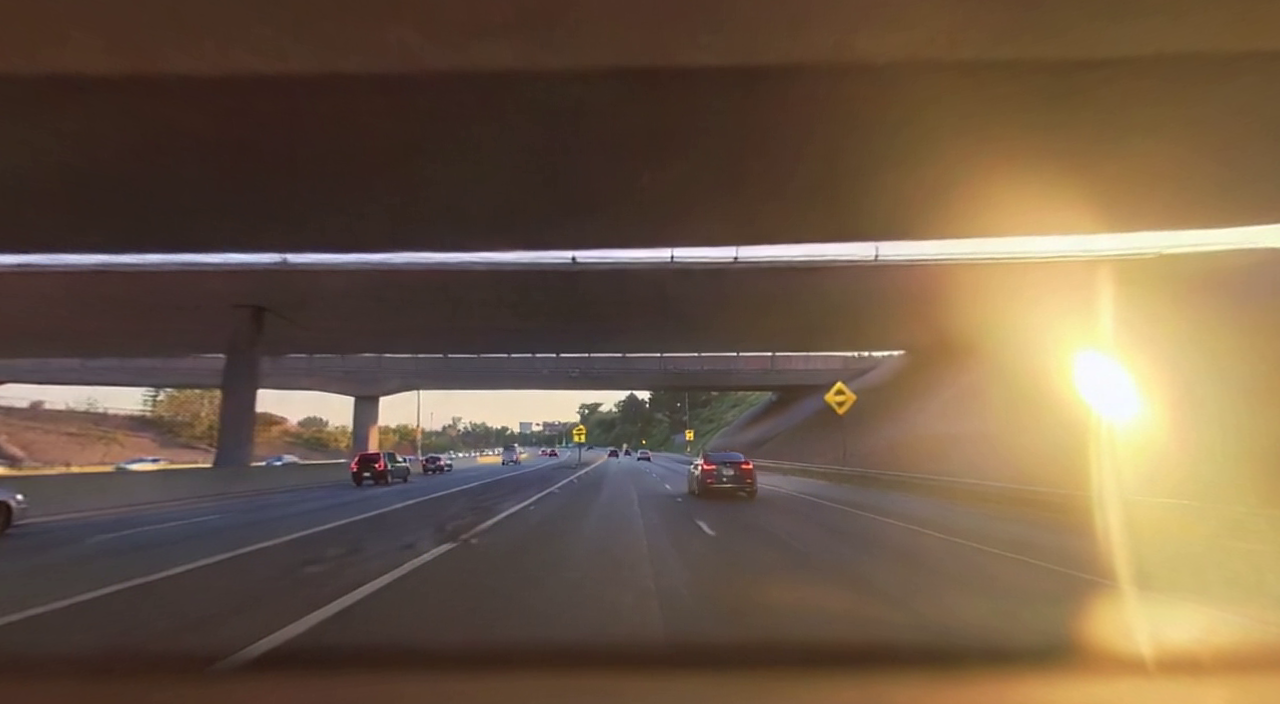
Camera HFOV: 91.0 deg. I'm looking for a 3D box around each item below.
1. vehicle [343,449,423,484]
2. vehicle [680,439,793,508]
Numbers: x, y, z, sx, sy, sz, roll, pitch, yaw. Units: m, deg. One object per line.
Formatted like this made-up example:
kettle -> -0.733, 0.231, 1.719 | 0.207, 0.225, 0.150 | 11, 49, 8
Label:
vehicle -> -12.384, 5.526, 30.733 | 2.072, 1.545, 4.687 | 1, -9, -3
vehicle -> 2.327, 3.078, 16.445 | 2.079, 1.535, 4.316 | 1, -9, -3
